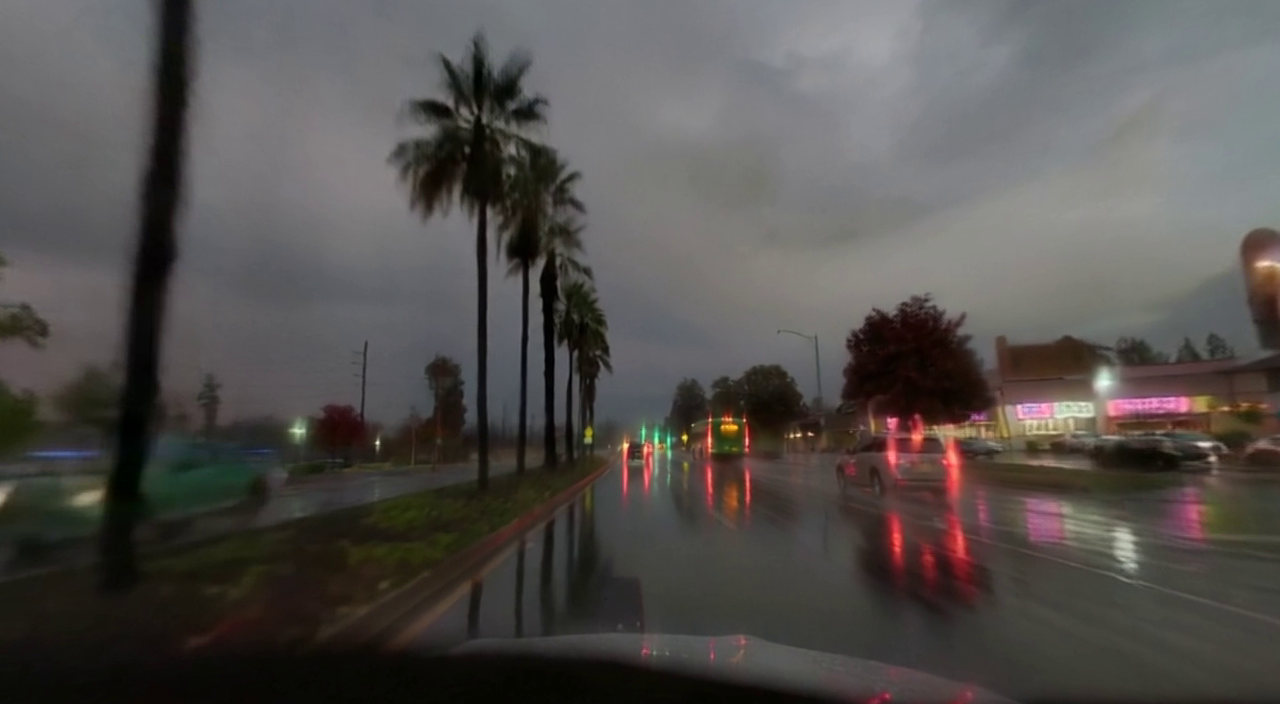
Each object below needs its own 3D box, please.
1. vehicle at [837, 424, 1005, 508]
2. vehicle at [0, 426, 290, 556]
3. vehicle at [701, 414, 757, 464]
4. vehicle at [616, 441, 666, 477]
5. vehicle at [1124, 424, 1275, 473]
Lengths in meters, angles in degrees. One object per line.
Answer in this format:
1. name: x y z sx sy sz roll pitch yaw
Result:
1. vehicle: 6.348 2.628 14.919 2.031 1.670 4.154 0 -9 0
2. vehicle: -8.802 2.340 11.437 2.106 1.817 4.847 0 -9 0
3. vehicle: 6.520 6.648 47.677 2.795 3.383 9.287 0 -9 -1
4. vehicle: 0.036 4.792 28.466 2.065 1.477 4.306 0 -9 0
5. vehicle: 23.352 4.036 26.471 4.595 1.845 1.919 -1 -8 -5
